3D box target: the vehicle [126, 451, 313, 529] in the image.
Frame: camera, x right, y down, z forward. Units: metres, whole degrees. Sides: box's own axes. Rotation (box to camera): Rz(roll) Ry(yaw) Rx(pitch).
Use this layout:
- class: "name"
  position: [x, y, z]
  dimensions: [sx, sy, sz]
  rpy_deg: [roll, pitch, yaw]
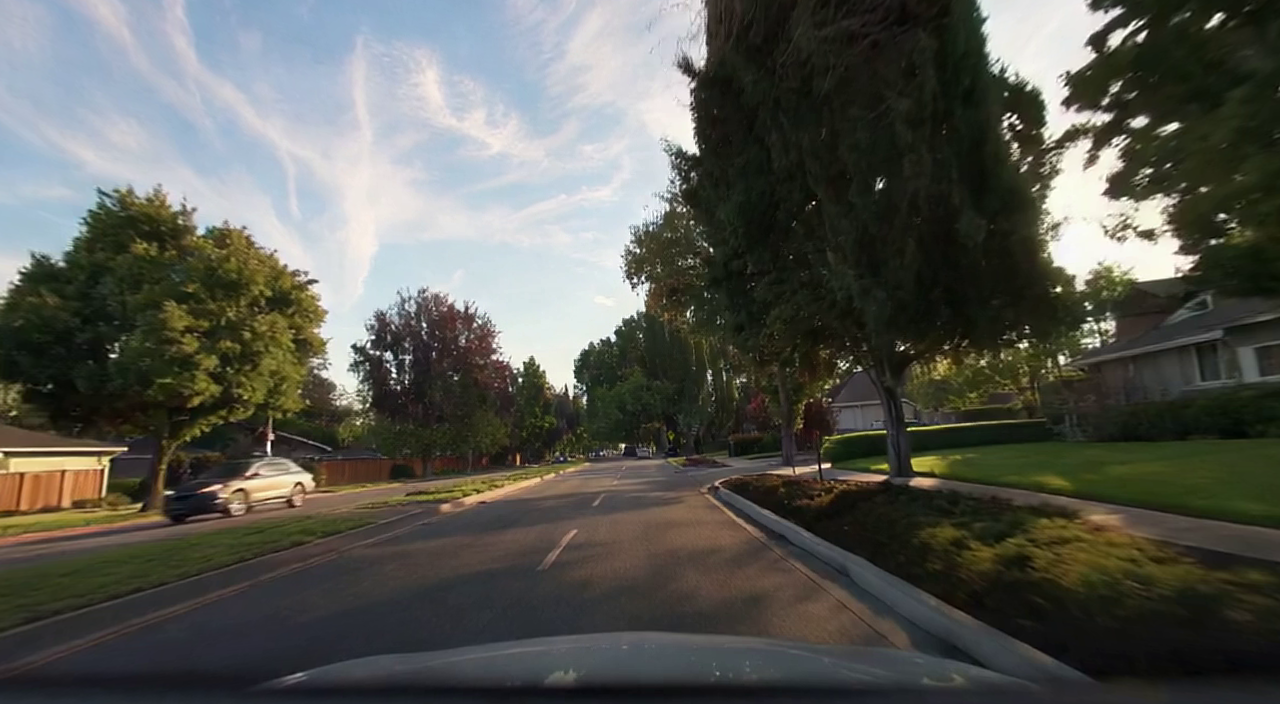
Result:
- class: "vehicle"
  position: [-11.462, 3.735, 17.701]
  dimensions: [2.168, 1.683, 4.502]
  rpy_deg: [-4, -8, 0]
